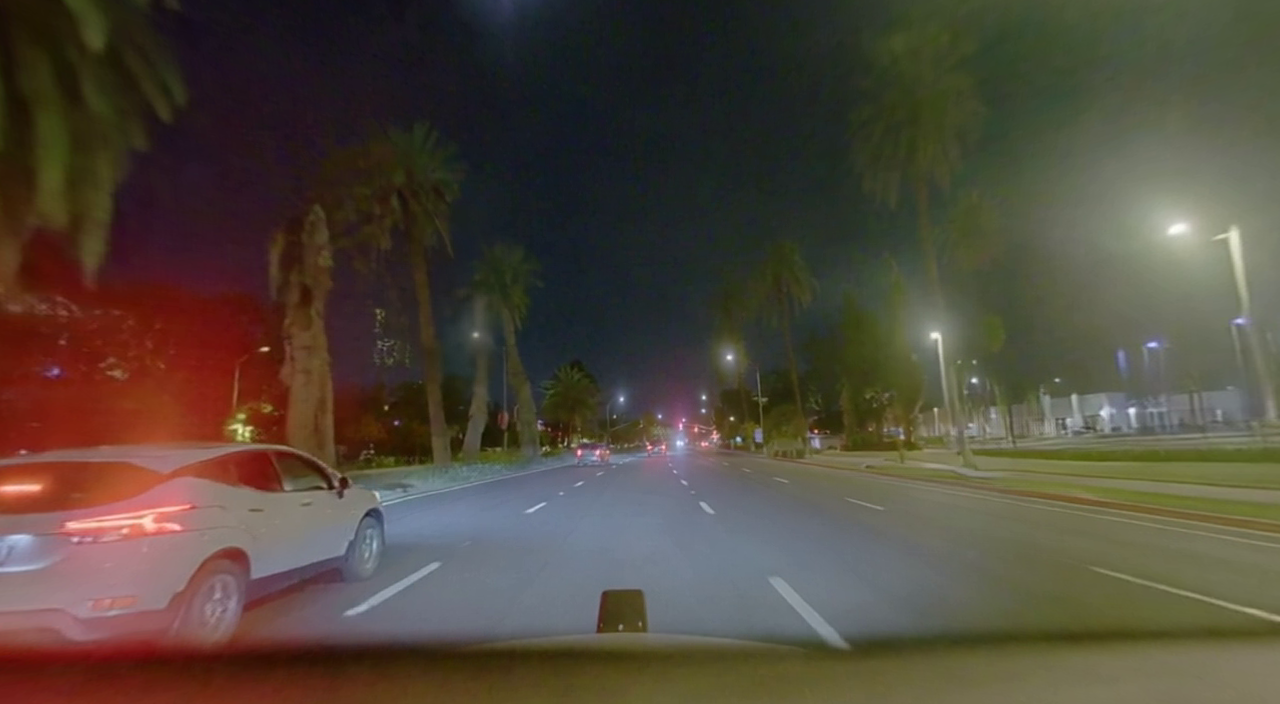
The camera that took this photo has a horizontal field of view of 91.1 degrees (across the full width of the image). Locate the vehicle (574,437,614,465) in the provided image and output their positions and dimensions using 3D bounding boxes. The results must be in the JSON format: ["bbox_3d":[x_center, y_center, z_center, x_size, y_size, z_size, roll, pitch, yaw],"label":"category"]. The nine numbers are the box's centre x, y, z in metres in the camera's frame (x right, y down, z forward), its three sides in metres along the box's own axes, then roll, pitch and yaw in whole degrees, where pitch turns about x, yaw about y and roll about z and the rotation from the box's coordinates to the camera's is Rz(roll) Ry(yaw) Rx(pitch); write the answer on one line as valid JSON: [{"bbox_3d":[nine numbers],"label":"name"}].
[{"bbox_3d":[-3.151,6.959,44.186,2.188,1.819,4.667,-1,-8,4],"label":"vehicle"}]

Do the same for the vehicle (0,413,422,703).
[{"bbox_3d":[-3.797,1.395,5.456,2.036,1.478,4.771,0,-8,1],"label":"vehicle"}]
